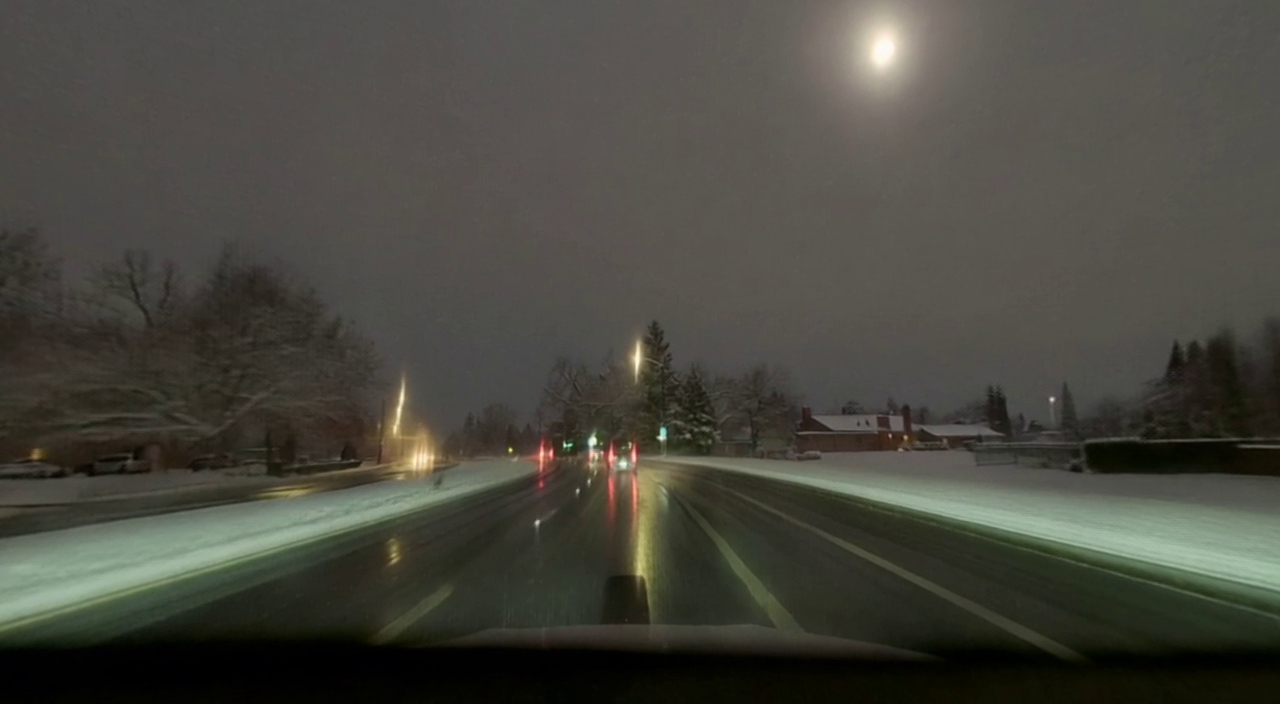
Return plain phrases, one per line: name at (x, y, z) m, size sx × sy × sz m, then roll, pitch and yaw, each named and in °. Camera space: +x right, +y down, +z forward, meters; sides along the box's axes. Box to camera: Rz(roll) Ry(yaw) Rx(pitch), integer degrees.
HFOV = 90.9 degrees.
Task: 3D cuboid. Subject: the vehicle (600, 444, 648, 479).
vehicle at (-0.778, 4.893, 28.565) m, size 2.009 × 1.456 × 4.003 m, roll 0°, pitch -8°, yaw -4°
